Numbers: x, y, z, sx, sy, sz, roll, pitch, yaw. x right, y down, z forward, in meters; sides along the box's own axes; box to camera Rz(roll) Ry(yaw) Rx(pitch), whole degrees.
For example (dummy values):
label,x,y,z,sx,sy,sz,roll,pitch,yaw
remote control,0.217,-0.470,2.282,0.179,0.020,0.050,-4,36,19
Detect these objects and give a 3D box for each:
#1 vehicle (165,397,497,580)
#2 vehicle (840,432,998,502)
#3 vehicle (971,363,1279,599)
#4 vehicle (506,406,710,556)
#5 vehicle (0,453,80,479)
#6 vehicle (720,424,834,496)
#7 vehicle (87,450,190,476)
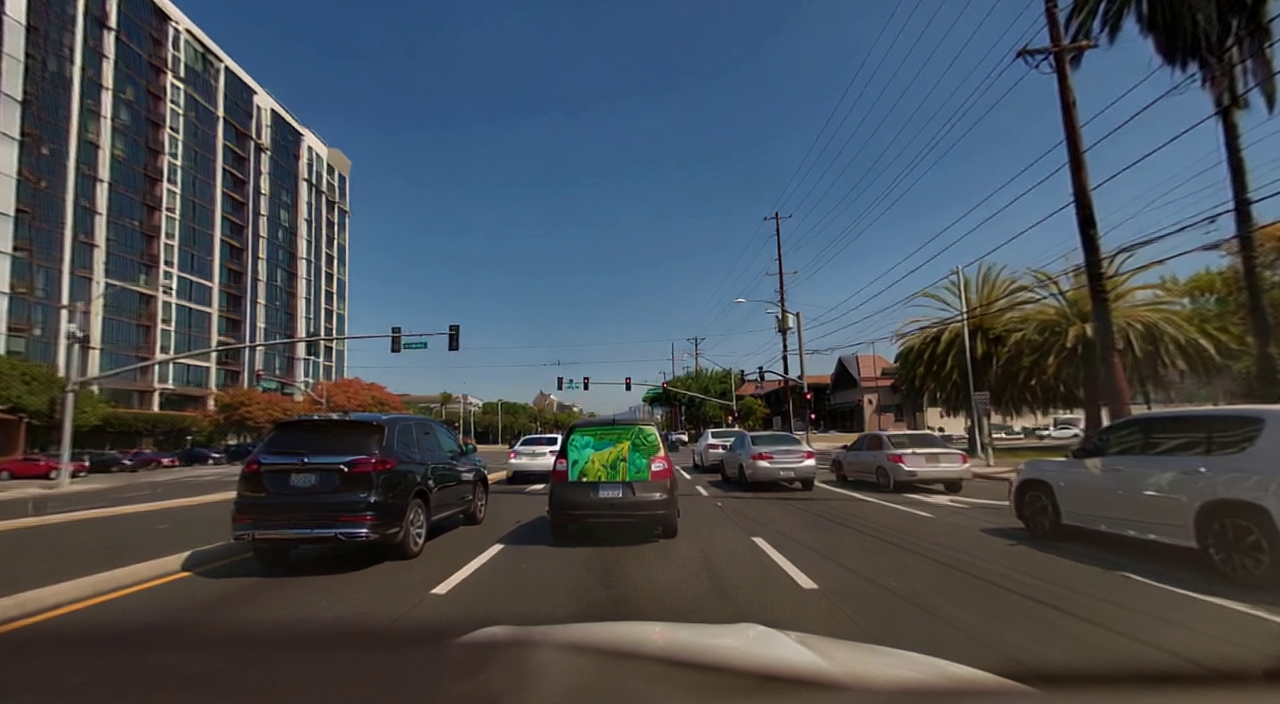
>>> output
label,x,y,z,sx,sy,sz,roll,pitch,yaw
vehicle,-3.529,1.656,8.445,2.136,1.779,4.417,0,-8,1
vehicle,6.553,2.730,15.459,1.764,1.451,4.300,0,-8,-2
vehicle,6.460,1.408,7.468,2.130,1.979,5.310,0,-8,-1
vehicle,-0.411,1.776,9.343,2.302,1.681,4.217,0,-8,-1
vehicle,-42.469,7.878,43.901,4.867,1.689,1.971,1,-9,-8
vehicle,3.336,2.730,16.260,1.975,1.598,4.025,0,-8,-1
vehicle,-35.691,7.868,45.097,5.422,1.765,1.937,1,-9,-8
